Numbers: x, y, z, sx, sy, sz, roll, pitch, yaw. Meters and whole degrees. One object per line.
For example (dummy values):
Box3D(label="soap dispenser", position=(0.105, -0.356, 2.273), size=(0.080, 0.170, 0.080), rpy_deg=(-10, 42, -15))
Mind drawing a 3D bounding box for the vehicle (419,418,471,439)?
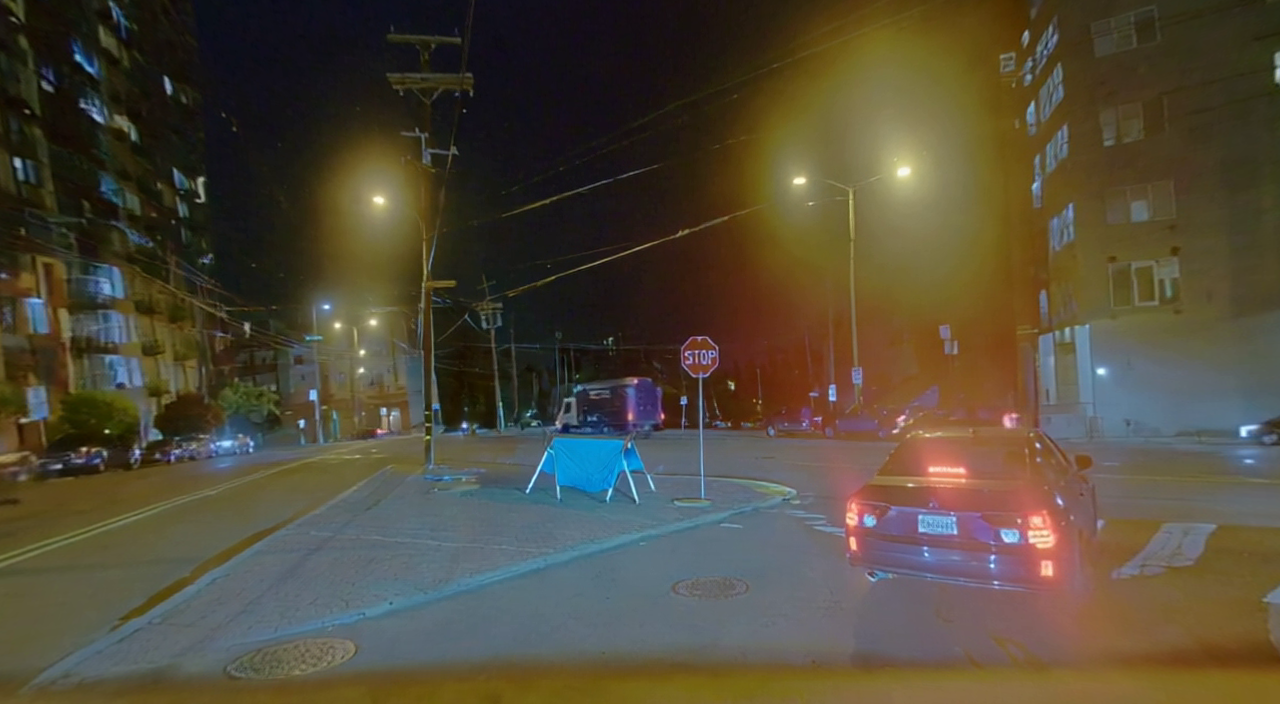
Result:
Box3D(label="vehicle", position=(-15.259, 5.997, 49.269), size=(2.089, 1.506, 4.641), rpy_deg=(7, -11, -41))

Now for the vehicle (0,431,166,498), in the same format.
Box3D(label="vehicle", position=(-17.194, 3.463, 19.918), size=(2.054, 1.800, 5.212), rpy_deg=(3, -9, -20))

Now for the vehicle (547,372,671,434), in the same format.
Box3D(label="vehicle", position=(-1.876, 3.023, 35.528), size=(7.172, 3.075, 2.584), rpy_deg=(-7, -10, 41))

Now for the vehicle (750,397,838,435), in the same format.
Box3D(label="vehicle", position=(8.225, 3.514, 34.029), size=(1.805, 1.694, 4.214), rpy_deg=(10, -15, -44))

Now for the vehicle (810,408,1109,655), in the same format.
Box3D(label="vehicle", position=(3.406, 1.544, 6.595), size=(1.945, 1.647, 4.160), rpy_deg=(-6, -10, 32))
